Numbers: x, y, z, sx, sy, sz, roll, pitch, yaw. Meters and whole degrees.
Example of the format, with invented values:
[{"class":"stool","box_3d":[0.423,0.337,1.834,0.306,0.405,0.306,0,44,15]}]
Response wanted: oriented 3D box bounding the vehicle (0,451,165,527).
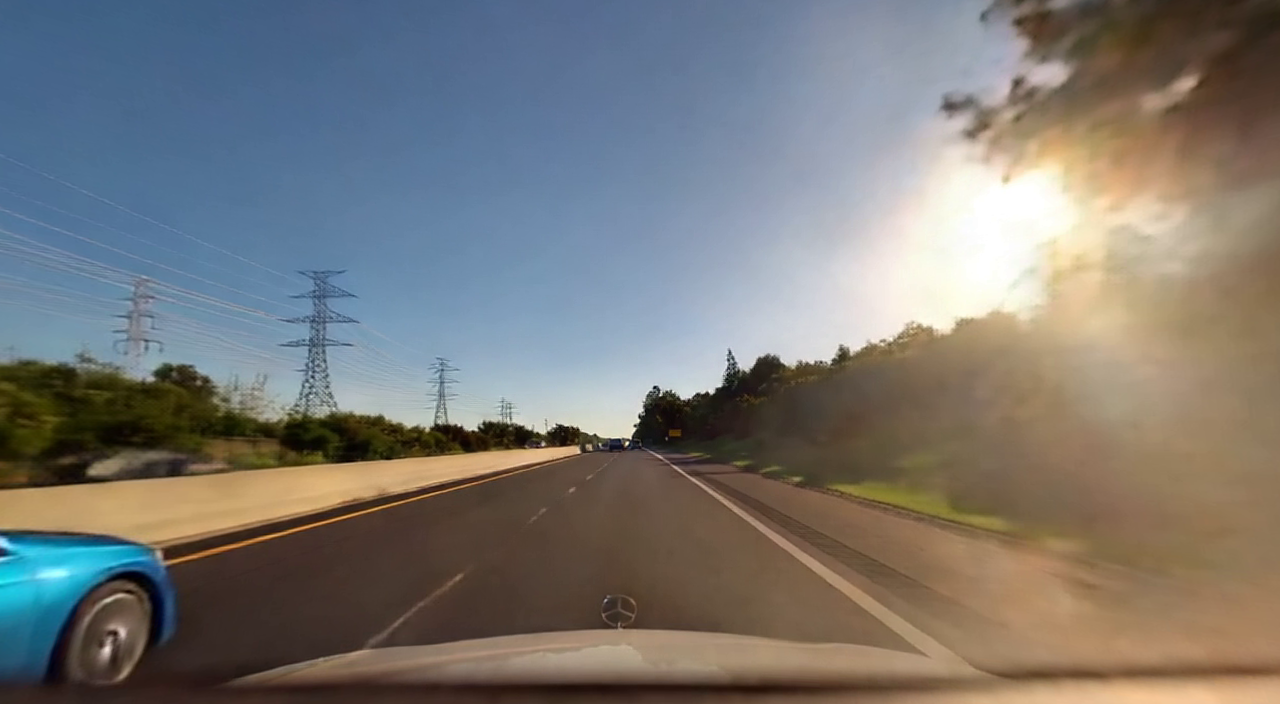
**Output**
[{"class":"vehicle","box_3d":[-14.190,3.184,15.189,1.953,1.477,4.501,0,-8,-1]}]
